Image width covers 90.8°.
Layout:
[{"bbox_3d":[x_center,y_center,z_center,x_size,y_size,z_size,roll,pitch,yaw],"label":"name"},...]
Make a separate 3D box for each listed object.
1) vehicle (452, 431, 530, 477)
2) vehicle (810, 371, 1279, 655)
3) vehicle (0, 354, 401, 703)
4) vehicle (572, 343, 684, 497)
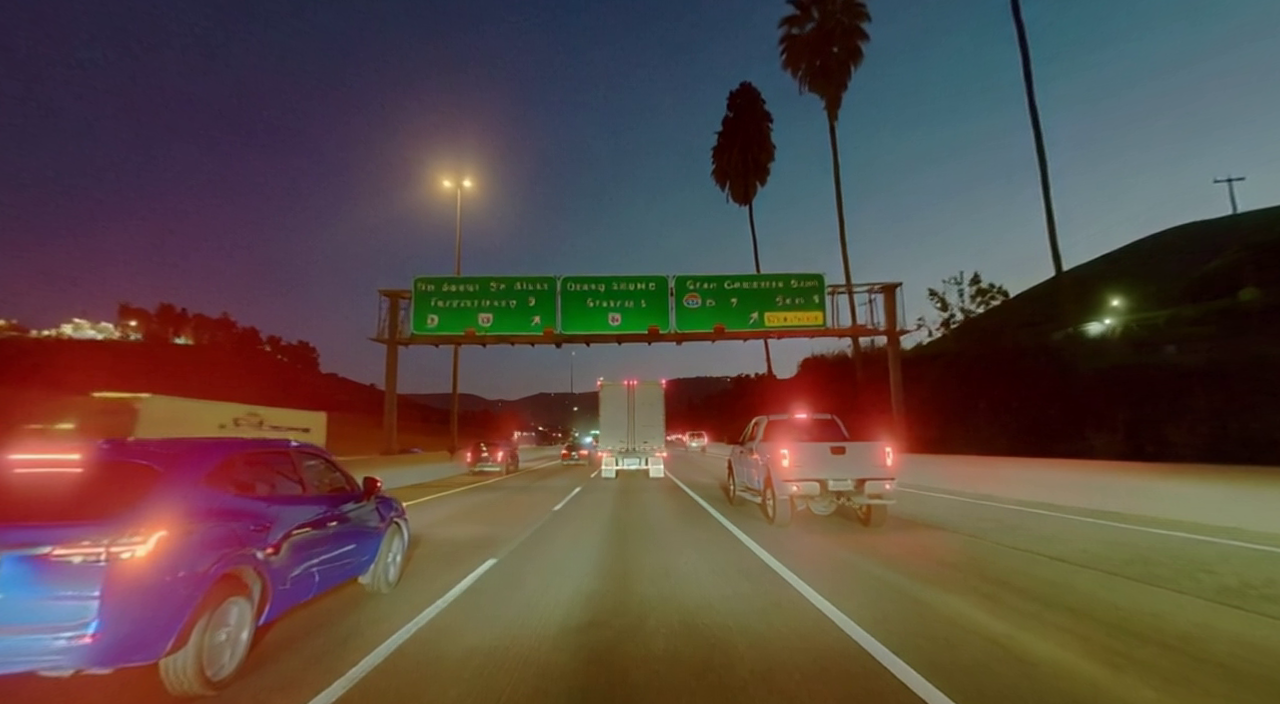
[{"bbox_3d":[-6.945,4.843,30.175,2.344,1.954,5.579,0,-9,0],"label":"vehicle"},{"bbox_3d":[3.123,1.159,5.577,1.859,1.416,4.695,0,-9,-1],"label":"vehicle"},{"bbox_3d":[-3.221,1.106,3.904,1.885,1.654,4.103,0,-9,0],"label":"vehicle"},{"bbox_3d":[-0.259,2.586,22.004,2.906,4.040,10.743,0,-9,1],"label":"vehicle"}]
